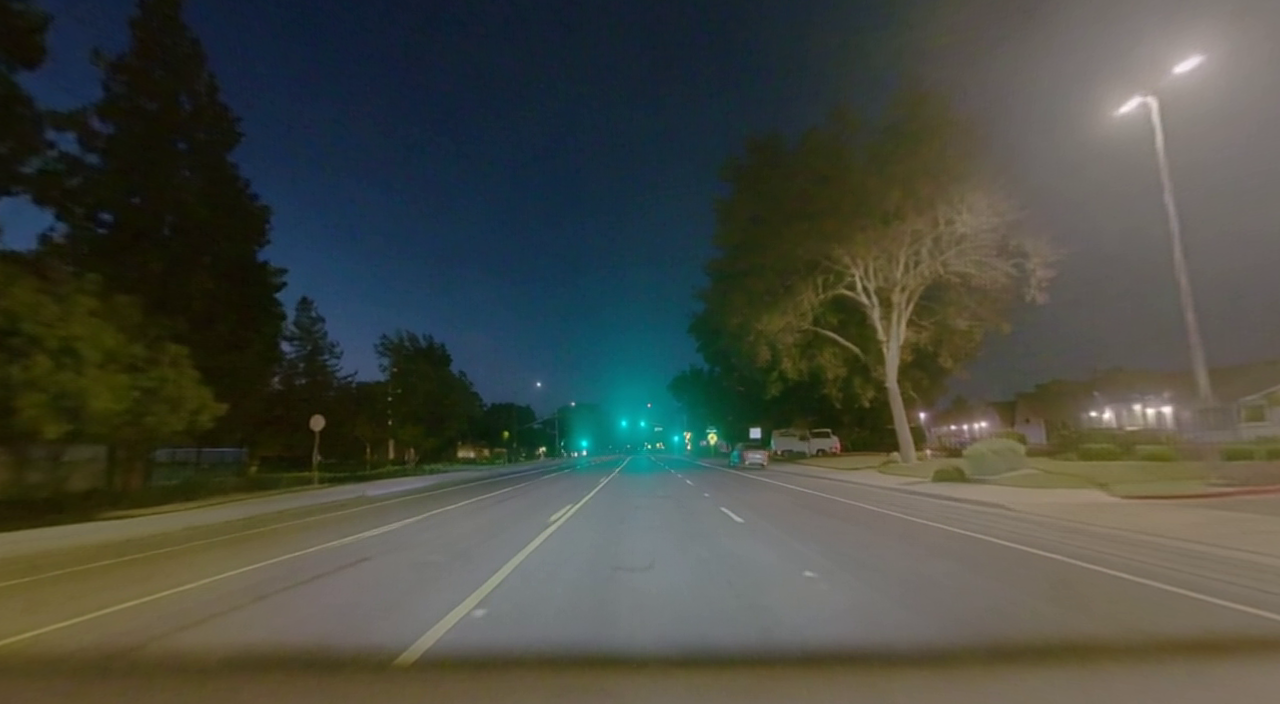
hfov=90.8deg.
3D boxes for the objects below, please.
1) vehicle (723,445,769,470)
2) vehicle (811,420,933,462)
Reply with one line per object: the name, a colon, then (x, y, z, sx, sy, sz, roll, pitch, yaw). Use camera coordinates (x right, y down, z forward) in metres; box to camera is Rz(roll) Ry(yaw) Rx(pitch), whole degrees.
vehicle: (6.722, 6.705, 40.398, 1.993, 1.461, 4.269, 0, -8, -3)
vehicle: (17.569, 6.813, 48.339, 8.016, 2.965, 3.192, -1, -8, 2)
